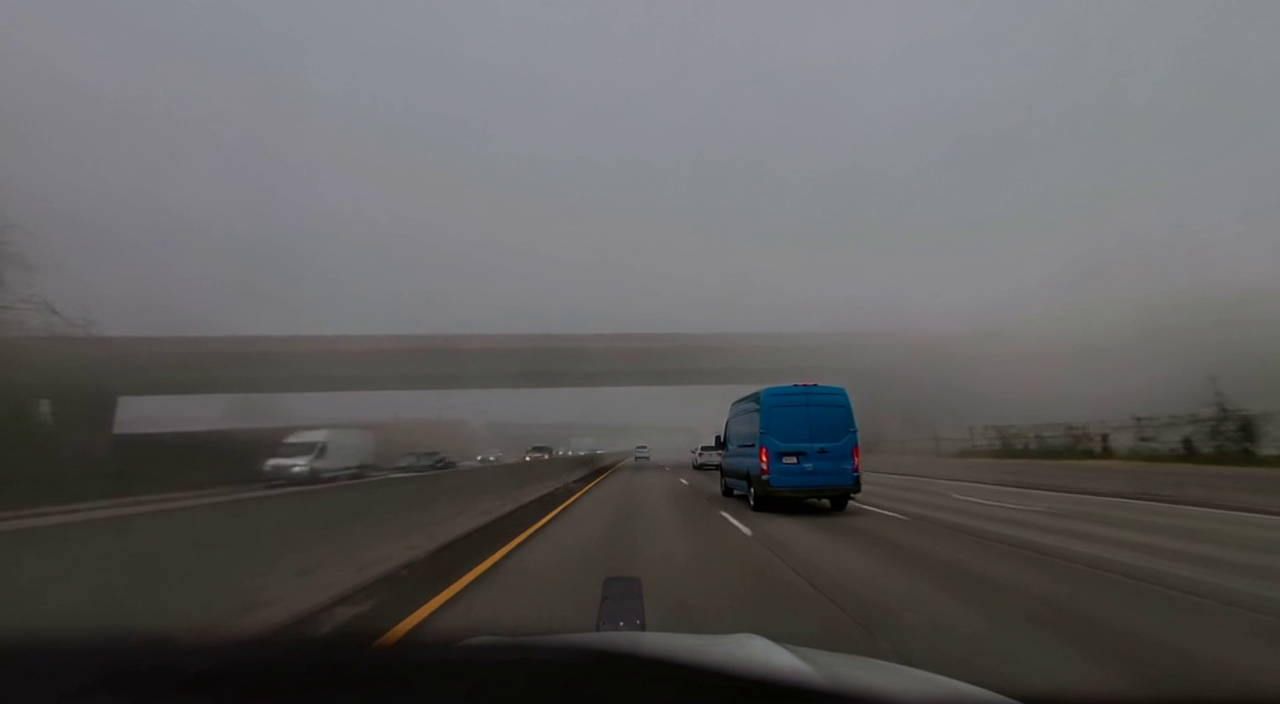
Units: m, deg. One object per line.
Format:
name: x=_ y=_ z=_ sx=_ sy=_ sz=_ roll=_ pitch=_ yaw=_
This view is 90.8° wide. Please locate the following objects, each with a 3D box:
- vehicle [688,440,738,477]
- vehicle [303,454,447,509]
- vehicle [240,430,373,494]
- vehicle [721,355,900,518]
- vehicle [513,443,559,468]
vehicle: x=3.655 y=5.432 z=32.324 sx=2.009 sy=1.731 sz=4.149 roll=0 pitch=-9 yaw=-1
vehicle: x=-7.719 y=3.798 z=19.119 sx=1.932 sy=1.381 sz=5.404 roll=0 pitch=-9 yaw=1
vehicle: x=-15.327 y=5.104 z=29.646 sx=2.606 sy=2.626 sz=6.509 roll=0 pitch=-9 yaw=0
vehicle: x=3.760 y=2.162 z=15.792 sx=2.460 sy=3.155 sz=6.902 roll=0 pitch=-9 yaw=0
vehicle: x=-7.147 y=7.193 z=43.890 sx=2.317 sy=1.632 sz=4.613 roll=0 pitch=-9 yaw=1
